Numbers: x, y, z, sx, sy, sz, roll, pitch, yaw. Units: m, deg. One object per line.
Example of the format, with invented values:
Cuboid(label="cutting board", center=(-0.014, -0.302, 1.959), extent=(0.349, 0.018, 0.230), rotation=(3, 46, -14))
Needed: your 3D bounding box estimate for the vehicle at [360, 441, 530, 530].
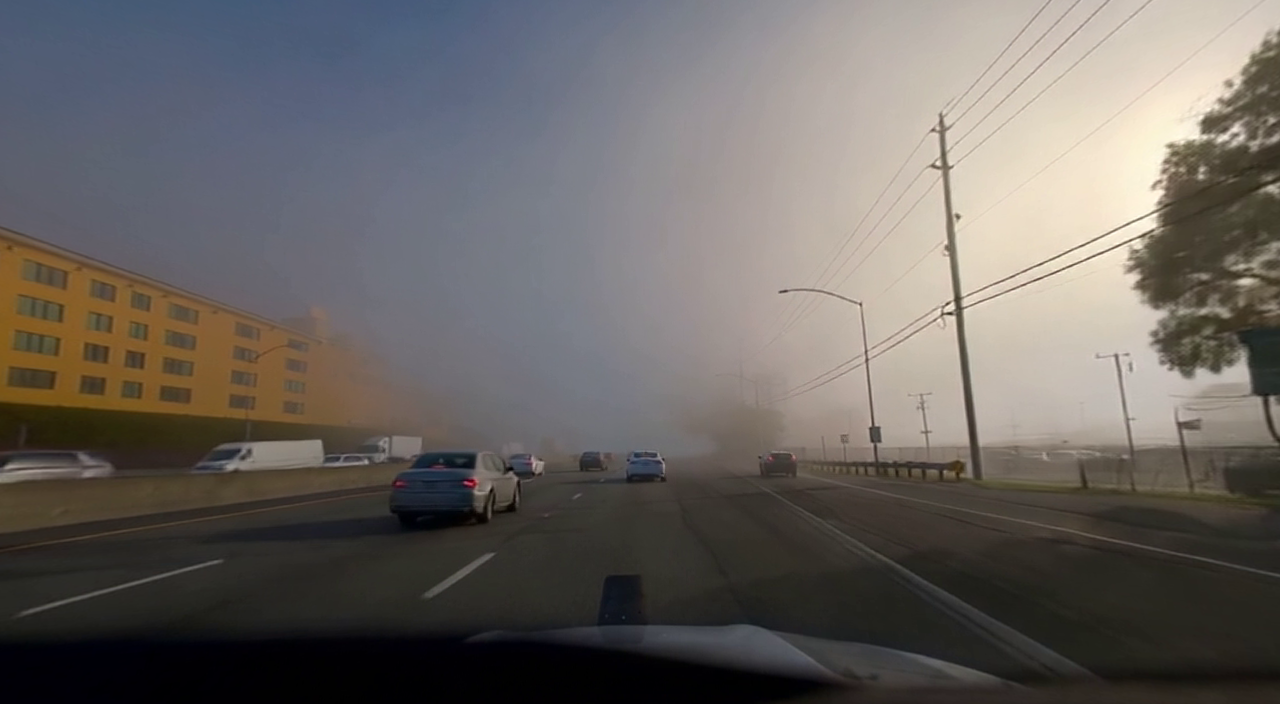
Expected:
Cuboid(label="vehicle", center=(-3.810, 2.671, 13.345), extent=(2.059, 1.508, 4.662), rotation=(-1, -8, 1))

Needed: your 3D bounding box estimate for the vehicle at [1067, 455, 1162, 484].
Cuboid(label="vehicle", center=(27.802, 6.867, 37.133), extent=(1.820, 1.512, 4.294), rotation=(1, -9, -9))

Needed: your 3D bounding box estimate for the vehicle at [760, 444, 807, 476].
Cuboid(label="vehicle", center=(8.792, 6.648, 39.077), extent=(2.106, 1.817, 4.845), rotation=(-1, -8, 4))

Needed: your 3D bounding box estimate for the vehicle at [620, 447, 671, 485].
Cuboid(label="vehicle", center=(0.243, 5.034, 28.160), extent=(2.107, 1.538, 3.999), rotation=(-1, -8, 0))

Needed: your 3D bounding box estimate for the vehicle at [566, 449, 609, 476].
Cuboid(label="vehicle", center=(-3.114, 6.636, 37.976), extent=(2.034, 1.466, 4.363), rotation=(-1, -8, 3))

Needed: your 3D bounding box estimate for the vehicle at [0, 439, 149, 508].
Cuboid(label="vehicle", center=(-16.471, 3.264, 17.395), extent=(2.017, 1.664, 4.715), rotation=(0, -8, 0))

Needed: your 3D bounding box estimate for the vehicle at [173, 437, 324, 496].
Cuboid(label="vehicle", center=(-12.743, 3.739, 20.974), extent=(2.037, 1.712, 4.530), rotation=(-1, -8, 1))
